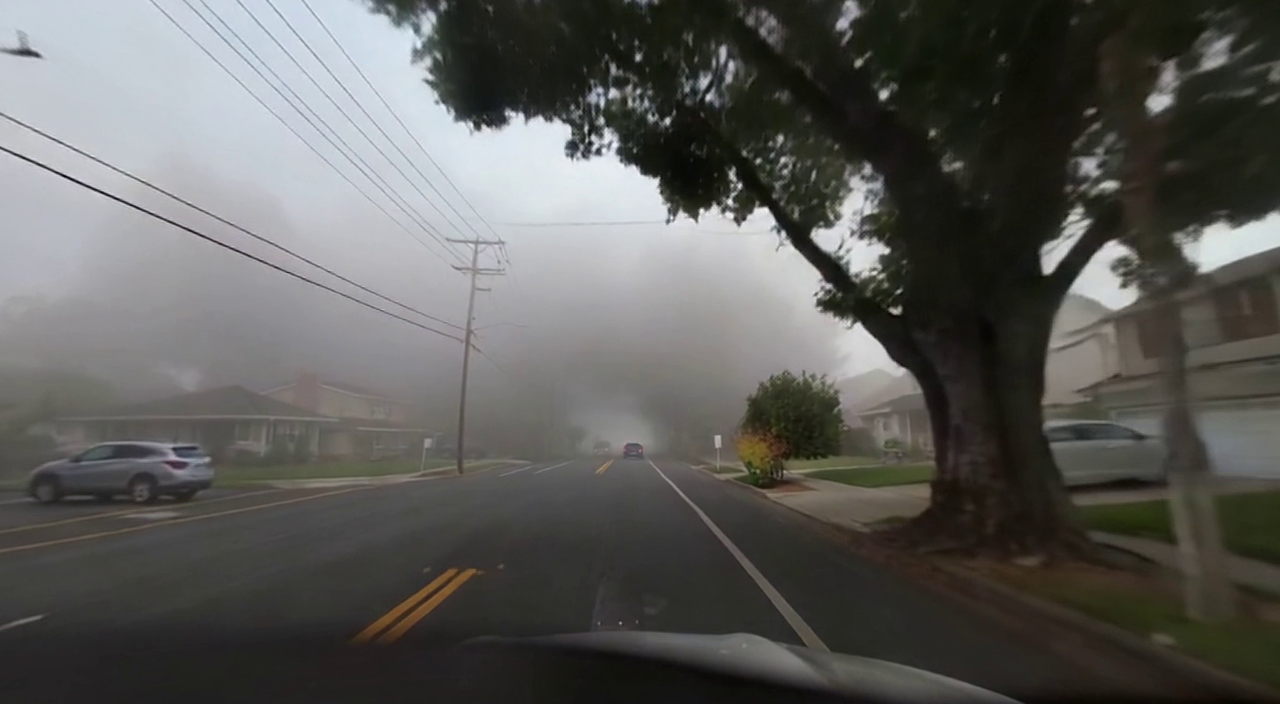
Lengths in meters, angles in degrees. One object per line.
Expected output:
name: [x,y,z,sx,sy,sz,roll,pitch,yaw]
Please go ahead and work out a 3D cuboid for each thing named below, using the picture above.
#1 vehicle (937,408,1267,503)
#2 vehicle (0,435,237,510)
vehicle: [9.048,2.087,12.918,4.953,1.704,1.952,-2,-9,11]
vehicle: [-14.360,3.214,17.139,5.217,1.866,2.342,0,-8,1]
